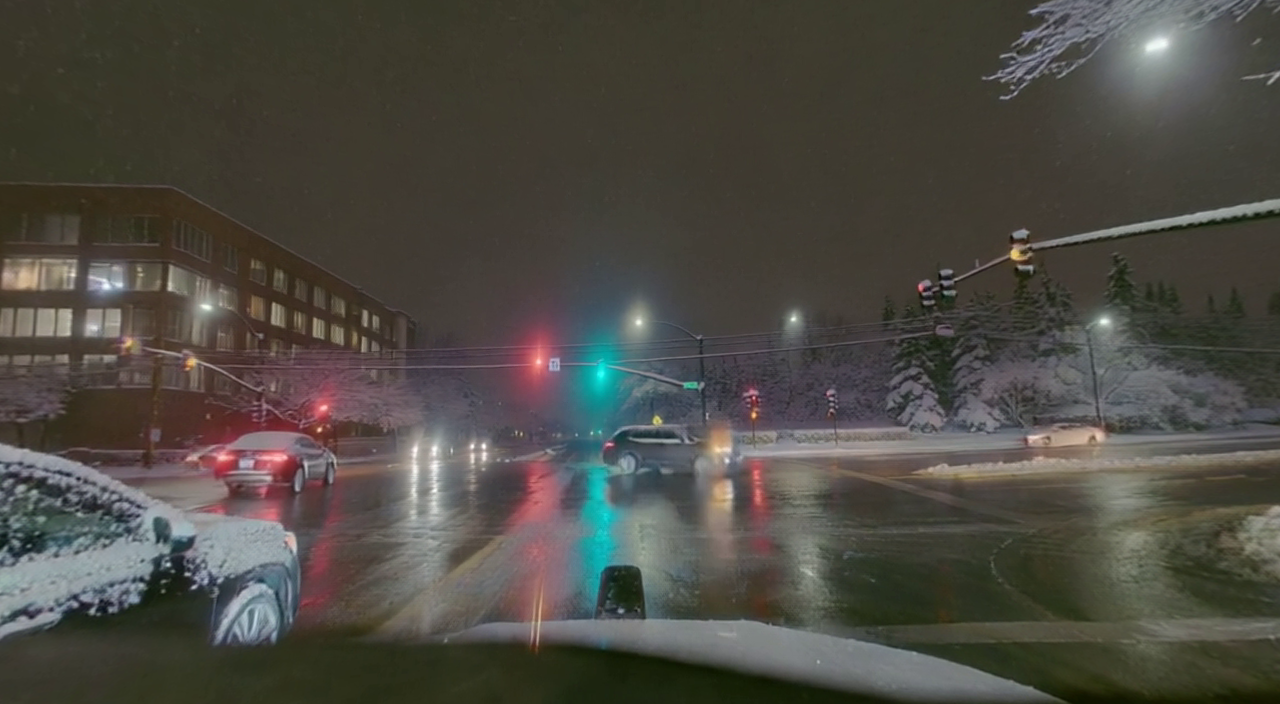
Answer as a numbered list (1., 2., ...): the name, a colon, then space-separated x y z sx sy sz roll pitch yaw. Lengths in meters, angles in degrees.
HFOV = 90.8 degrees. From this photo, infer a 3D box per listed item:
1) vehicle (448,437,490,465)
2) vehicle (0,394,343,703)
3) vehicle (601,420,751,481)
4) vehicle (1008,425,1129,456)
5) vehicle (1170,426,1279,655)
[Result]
1. vehicle: -12.828 7.416 47.534 2.051 1.715 4.346 -3 -6 -2
2. vehicle: -3.074 0.898 2.152 1.919 1.478 4.720 0 -8 -1
3. vehicle: 1.173 3.373 21.852 4.778 1.871 2.109 -7 -10 37
4. vehicle: 21.541 4.459 31.873 4.660 1.495 2.007 0 -8 -3
5. vehicle: 4.934 0.985 2.534 1.949 1.449 4.530 -1 -8 5
